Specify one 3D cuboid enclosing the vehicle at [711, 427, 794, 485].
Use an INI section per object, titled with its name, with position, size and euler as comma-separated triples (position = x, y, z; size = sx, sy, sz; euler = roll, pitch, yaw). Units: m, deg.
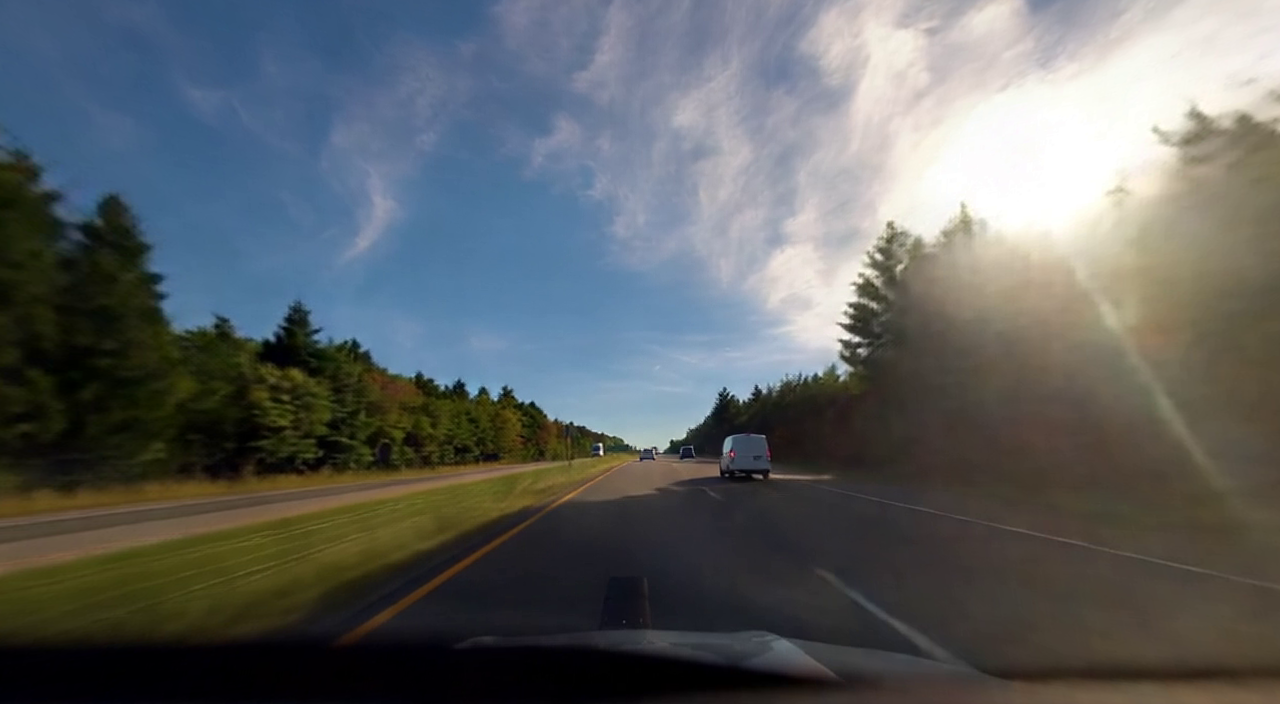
[vehicle]
position = 4.289, 4.077, 24.931
size = 2.371, 2.045, 4.768
euler = 0, -9, -1
